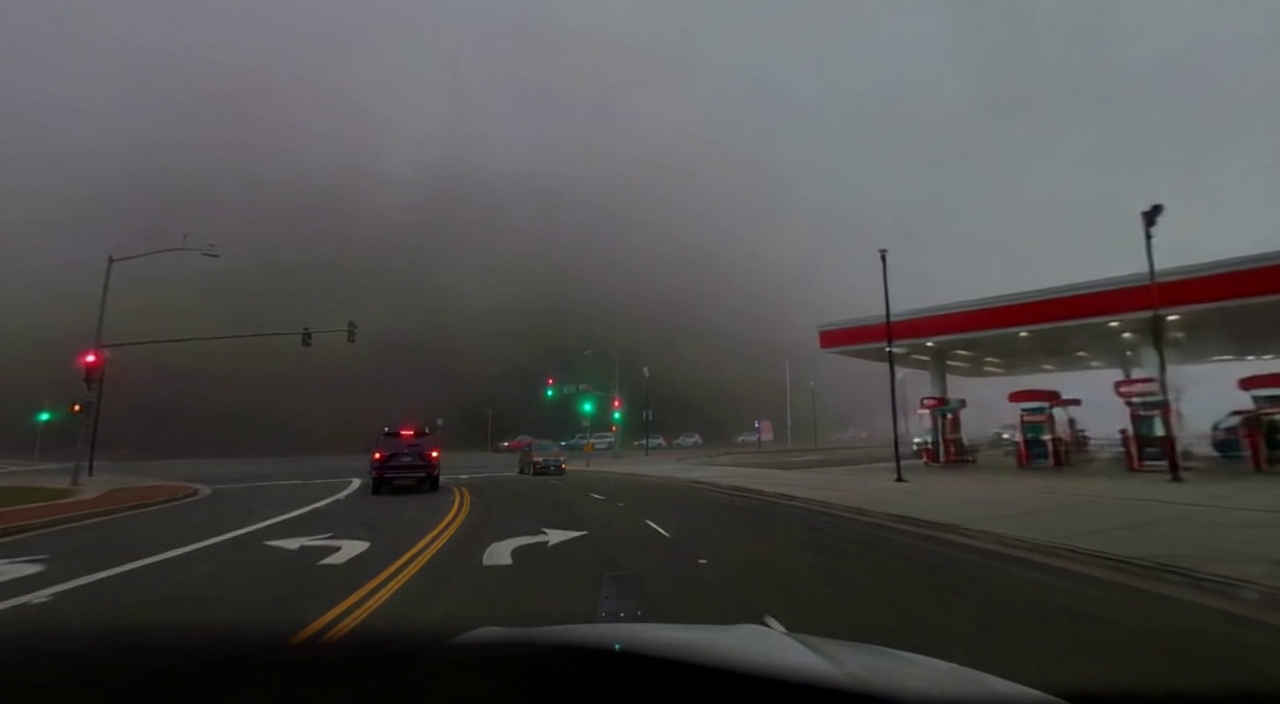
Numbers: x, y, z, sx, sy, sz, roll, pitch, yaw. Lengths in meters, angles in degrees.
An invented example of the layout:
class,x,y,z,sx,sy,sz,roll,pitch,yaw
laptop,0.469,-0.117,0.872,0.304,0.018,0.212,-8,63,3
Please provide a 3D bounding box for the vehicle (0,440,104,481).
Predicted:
class,x,y,z,sx,sy,sz,roll,pitch,yaw
vehicle,-27.508,4.868,28.370,4.632,1.757,2.073,5,-10,-28

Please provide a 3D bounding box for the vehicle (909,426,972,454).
class,x,y,z,sx,sy,sz,roll,pitch,yaw
vehicle,20.328,5.998,42.556,4.595,1.764,2.160,8,-12,-42

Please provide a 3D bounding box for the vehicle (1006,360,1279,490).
class,x,y,z,sx,sy,sz,roll,pitch,yaw
vehicle,15.124,2.119,17.610,2.906,3.106,7.741,8,-11,-40

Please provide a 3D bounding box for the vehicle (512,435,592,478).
class,x,y,z,sx,sy,sz,roll,pitch,yaw
vehicle,-4.241,4.874,29.634,2.202,1.822,4.826,5,-10,-27

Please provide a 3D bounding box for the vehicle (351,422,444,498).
class,x,y,z,sx,sy,sz,roll,pitch,yaw
vehicle,-7.348,3.276,19.411,2.254,2.006,4.766,3,-9,-19
